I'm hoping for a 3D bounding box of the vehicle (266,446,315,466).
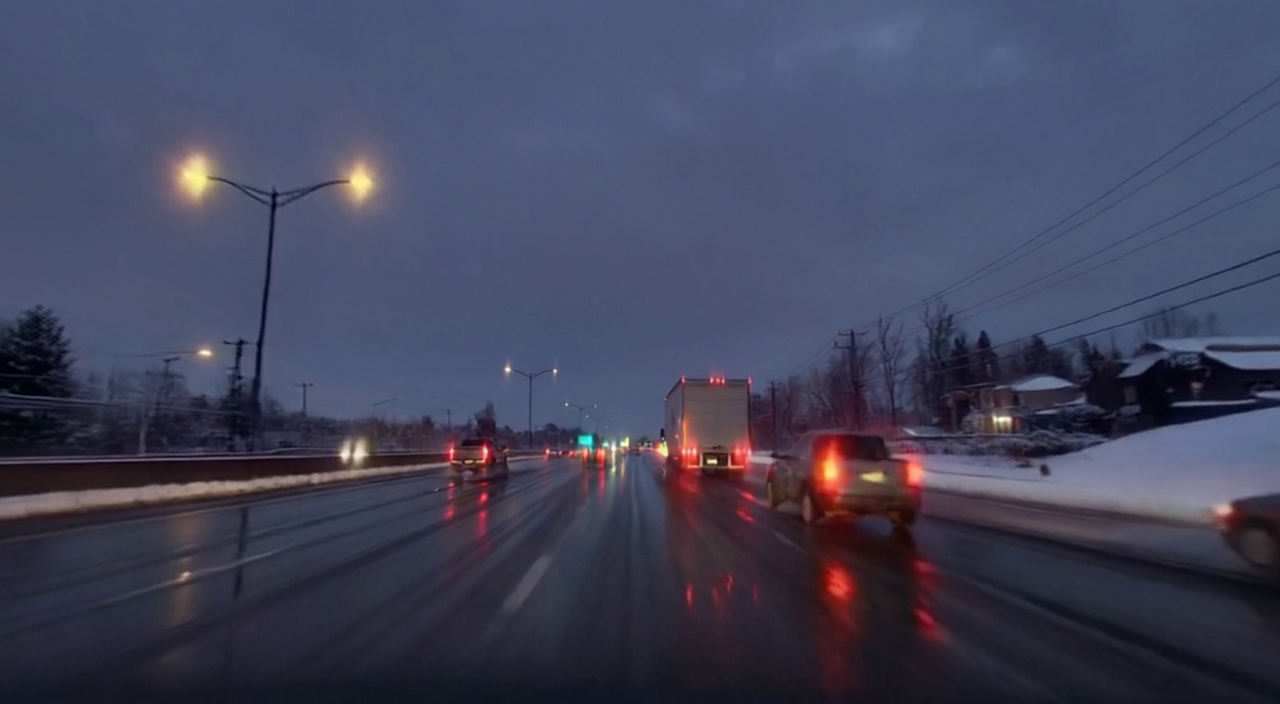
[{"bbox_3d":[-26.573,7.915,47.995,1.613,1.449,3.631,1,-9,0],"label":"vehicle"}]

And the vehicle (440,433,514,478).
[{"bbox_3d":[-7.217,4.638,28.491,2.147,1.825,4.602,0,-9,-1],"label":"vehicle"}]

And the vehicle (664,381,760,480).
[{"bbox_3d":[3.106,4.006,31.143,3.045,3.923,11.834,0,-9,-1],"label":"vehicle"}]

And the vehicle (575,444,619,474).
[{"bbox_3d":[-2.264,5.784,34.197,2.060,1.508,4.308,0,-8,0],"label":"vehicle"}]

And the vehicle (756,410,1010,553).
[{"bbox_3d":[3.519,1.997,10.403,2.182,1.782,4.800,0,-9,-1],"label":"vehicle"}]
